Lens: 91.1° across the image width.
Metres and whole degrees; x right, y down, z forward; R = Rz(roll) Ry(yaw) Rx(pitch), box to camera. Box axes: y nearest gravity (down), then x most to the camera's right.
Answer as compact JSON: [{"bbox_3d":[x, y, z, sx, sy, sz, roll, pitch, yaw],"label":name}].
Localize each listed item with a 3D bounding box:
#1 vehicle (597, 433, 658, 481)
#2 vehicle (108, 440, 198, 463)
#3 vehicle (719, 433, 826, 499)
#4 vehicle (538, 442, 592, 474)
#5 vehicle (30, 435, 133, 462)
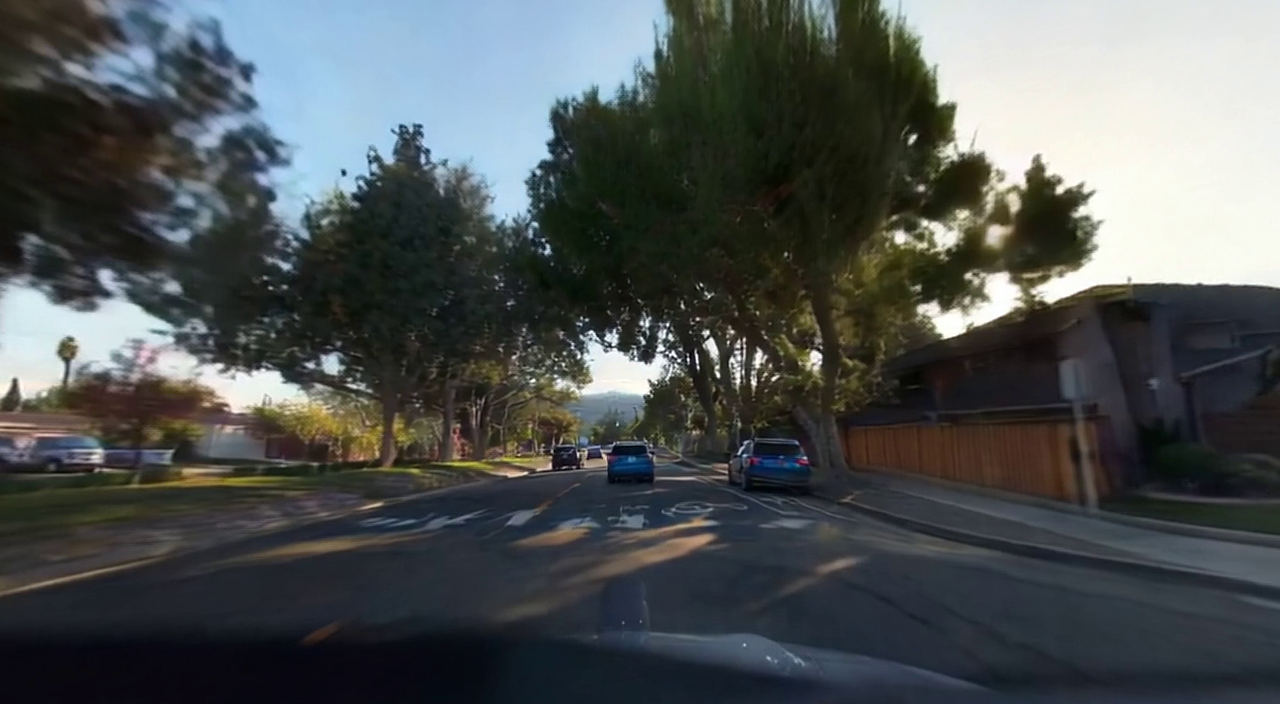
[{"bbox_3d":[-0.477,4.177,25.145,2.220,1.742,4.047,0,-8,0],"label":"vehicle"},{"bbox_3d":[-32.307,6.621,41.725,4.497,1.418,1.783,1,-9,2],"label":"vehicle"},{"bbox_3d":[3.927,3.464,19.492,2.332,1.769,4.518,0,-8,0],"label":"vehicle"},{"bbox_3d":[-3.570,5.128,30.654,2.032,1.433,4.458,0,-8,1],"label":"vehicle"},{"bbox_3d":[-33.482,5.791,37.735,4.271,1.581,1.919,0,-8,-1],"label":"vehicle"}]
